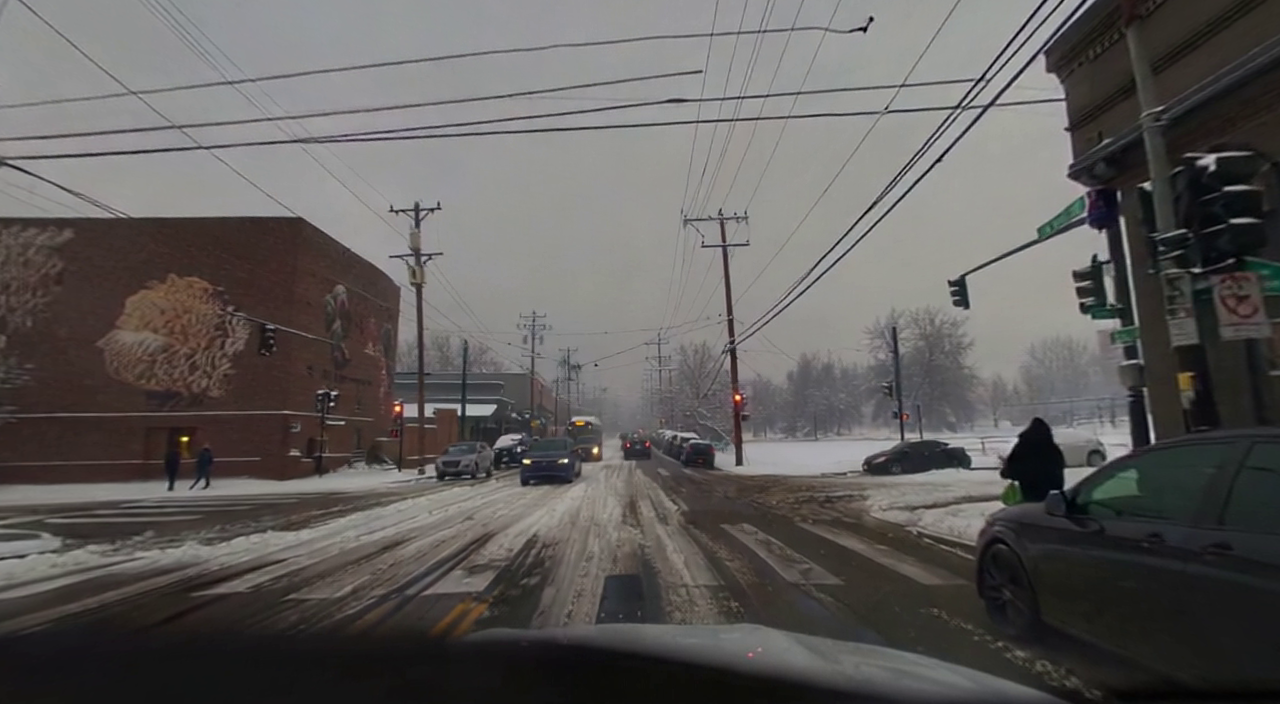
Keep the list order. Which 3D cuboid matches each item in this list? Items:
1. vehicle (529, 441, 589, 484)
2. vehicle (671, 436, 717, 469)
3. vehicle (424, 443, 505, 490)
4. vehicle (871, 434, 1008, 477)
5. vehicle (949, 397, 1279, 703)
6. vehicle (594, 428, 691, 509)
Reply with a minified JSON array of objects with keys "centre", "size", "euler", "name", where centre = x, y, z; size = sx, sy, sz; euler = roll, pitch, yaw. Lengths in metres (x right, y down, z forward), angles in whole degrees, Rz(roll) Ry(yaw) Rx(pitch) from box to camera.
[{"centre":[-3.387,4.681,27.153],"size":[2.055,1.660,3.954],"euler":[-1,-8,0],"name":"vehicle"},{"centre":[3.020,5.754,36.301],"size":[2.171,1.751,4.373],"euler":[0,-9,-1],"name":"vehicle"},{"centre":[-7.084,4.668,26.164],"size":[1.892,1.706,5.224],"euler":[-1,-8,0],"name":"vehicle"},{"centre":[12.209,4.239,25.996],"size":[4.576,1.650,1.980],"euler":[-1,-8,2],"name":"vehicle"},{"centre":[3.474,0.969,2.709],"size":[1.949,1.521,4.445],"euler":[0,-8,-1],"name":"vehicle"},{"centre":[0.038,2.919,16.301],"size":[2.190,1.783,4.048],"euler":[-1,-8,0],"name":"vehicle"}]
